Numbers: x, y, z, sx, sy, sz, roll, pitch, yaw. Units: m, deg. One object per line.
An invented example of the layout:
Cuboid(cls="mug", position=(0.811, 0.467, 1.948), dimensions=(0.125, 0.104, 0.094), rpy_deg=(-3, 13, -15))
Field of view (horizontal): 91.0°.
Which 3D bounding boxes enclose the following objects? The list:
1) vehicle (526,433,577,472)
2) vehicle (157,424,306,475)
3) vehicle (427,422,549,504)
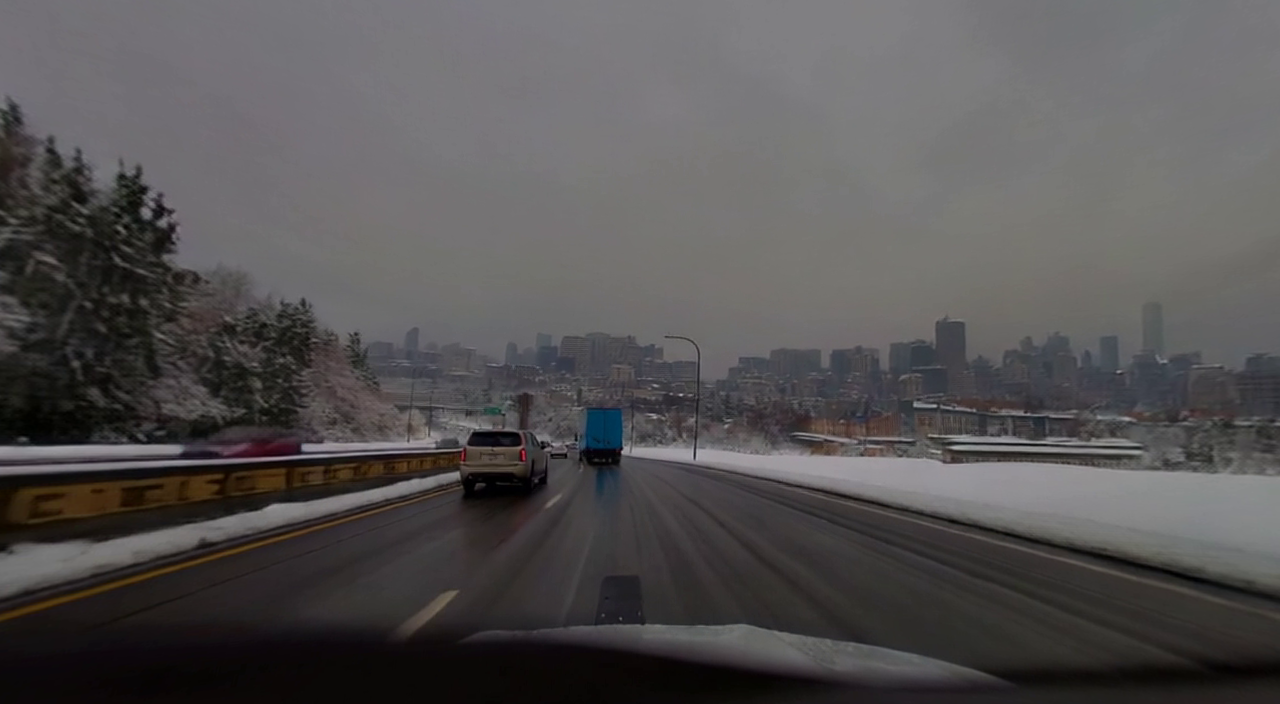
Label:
Cuboid(cls="vehicle", position=(-4.293, 4.959, 31.172), dimensions=(2.044, 1.740, 4.361), rpy_deg=(1, -9, -3))
Cuboid(cls="vehicle", position=(-13.398, 3.248, 21.077), dimensions=(1.988, 1.499, 4.591), rpy_deg=(1, -9, -2))
Cuboid(cls="vehicle", position=(-3.577, 2.719, 15.761), dimensions=(2.041, 1.734, 4.391), rpy_deg=(1, -9, -1))
